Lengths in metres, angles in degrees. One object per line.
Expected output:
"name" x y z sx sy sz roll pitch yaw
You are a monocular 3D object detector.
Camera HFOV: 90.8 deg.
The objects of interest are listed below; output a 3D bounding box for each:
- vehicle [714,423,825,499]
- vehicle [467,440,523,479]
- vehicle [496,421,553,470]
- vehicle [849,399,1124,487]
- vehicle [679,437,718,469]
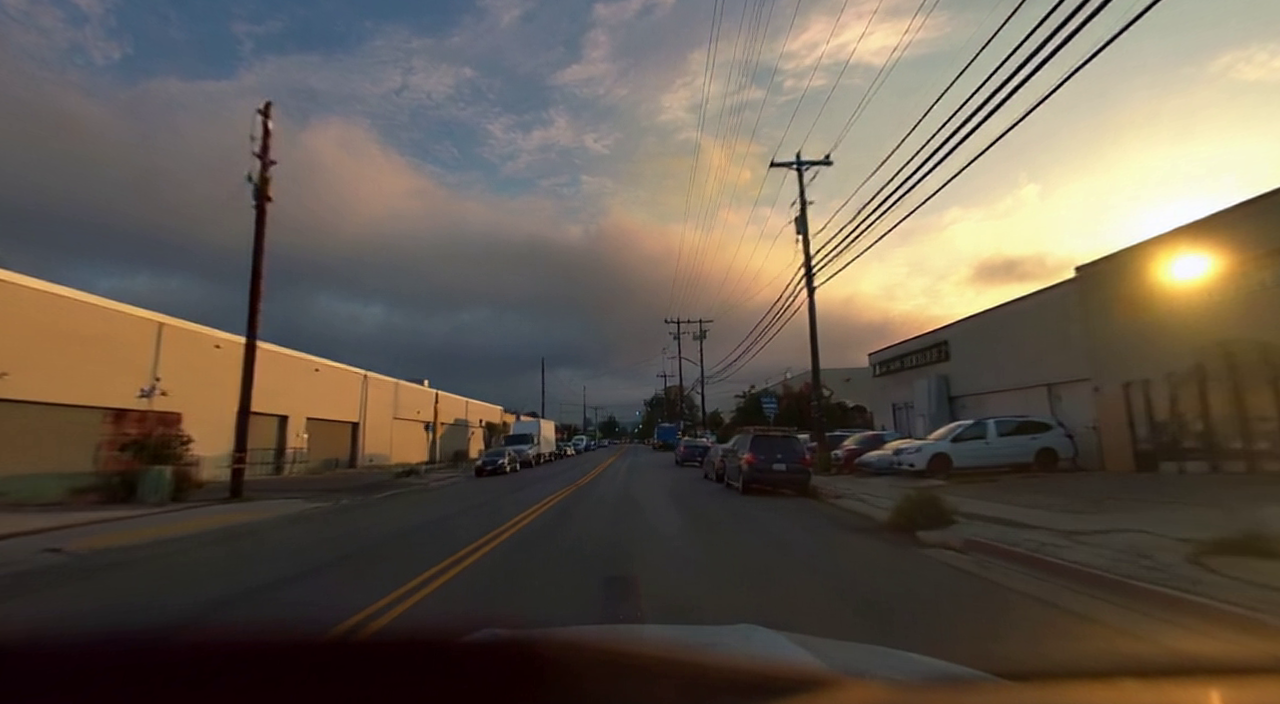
"vehicle" 3.732 3.297 19.596 2.333 1.967 6.008 0 -9 2
"vehicle" -7.857 5.877 34.687 2.123 1.802 4.486 -4 -9 -2
"vehicle" -8.153 6.716 45.464 2.832 3.101 7.143 -1 -8 -1
"vehicle" 10.949 2.948 20.545 7.236 2.219 2.674 -3 -8 0
"vehicle" 3.670 6.427 40.442 2.026 1.857 4.699 1 -9 -1
